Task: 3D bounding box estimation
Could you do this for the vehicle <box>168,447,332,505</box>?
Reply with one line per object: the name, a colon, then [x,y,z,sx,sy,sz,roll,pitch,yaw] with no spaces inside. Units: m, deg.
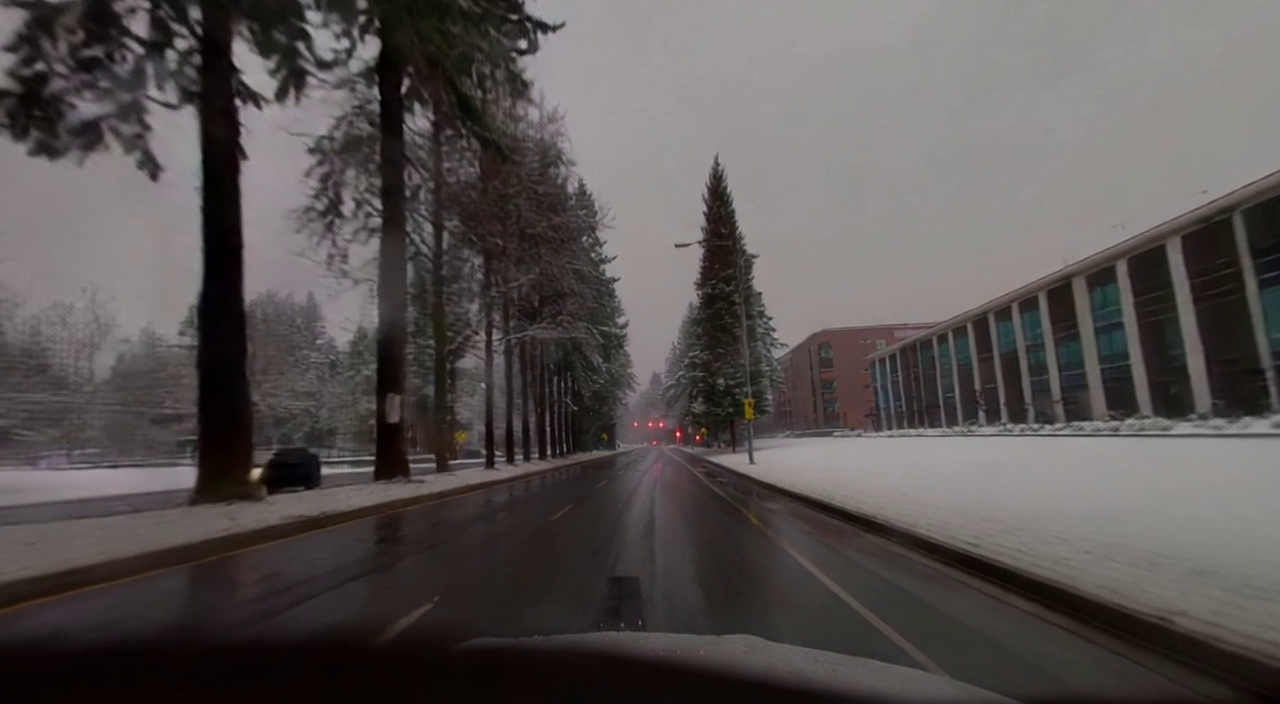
vehicle: [-11.096,3.521,18.308,1.881,1.445,4.280,0,-8,2]
